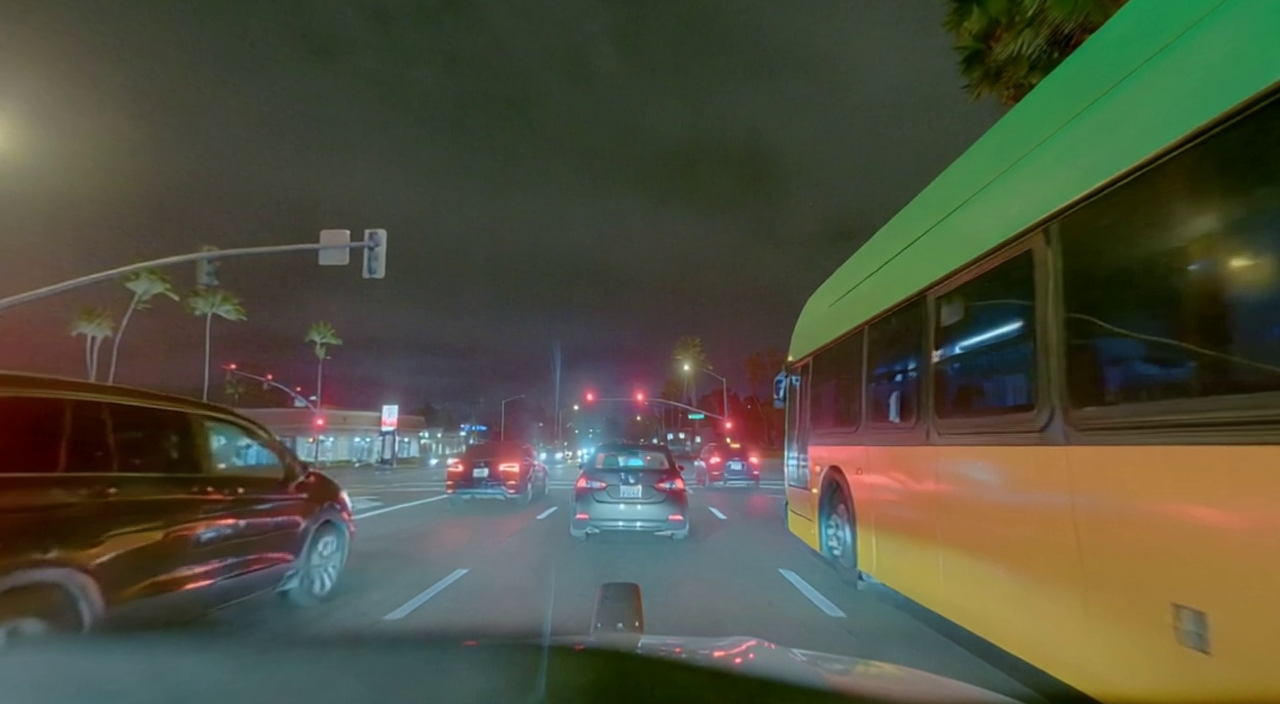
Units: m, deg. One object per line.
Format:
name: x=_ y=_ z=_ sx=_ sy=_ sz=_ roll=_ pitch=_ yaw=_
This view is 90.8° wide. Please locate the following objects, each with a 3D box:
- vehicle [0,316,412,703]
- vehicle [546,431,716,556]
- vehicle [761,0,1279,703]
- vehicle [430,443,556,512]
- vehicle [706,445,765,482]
vehicle: x=-3.498 y=1.019 z=3.987 sx=2.145 sy=1.824 sz=4.974 roll=0 pitch=-9 yaw=1
vehicle: x=-0.123 y=2.018 z=9.666 sx=2.060 sy=1.499 sz=3.831 roll=0 pitch=-9 yaw=0
vehicle: x=3.633 y=-0.046 z=4.093 sx=3.068 sy=4.026 sz=13.534 roll=0 pitch=-9 yaw=0
vehicle: x=-3.354 y=2.928 z=15.306 sx=1.919 sy=1.415 sz=4.178 roll=0 pitch=-9 yaw=2
vehicle: x=4.108 y=4.888 z=27.978 sx=1.989 sy=1.467 sz=4.364 roll=0 pitch=-9 yaw=1
